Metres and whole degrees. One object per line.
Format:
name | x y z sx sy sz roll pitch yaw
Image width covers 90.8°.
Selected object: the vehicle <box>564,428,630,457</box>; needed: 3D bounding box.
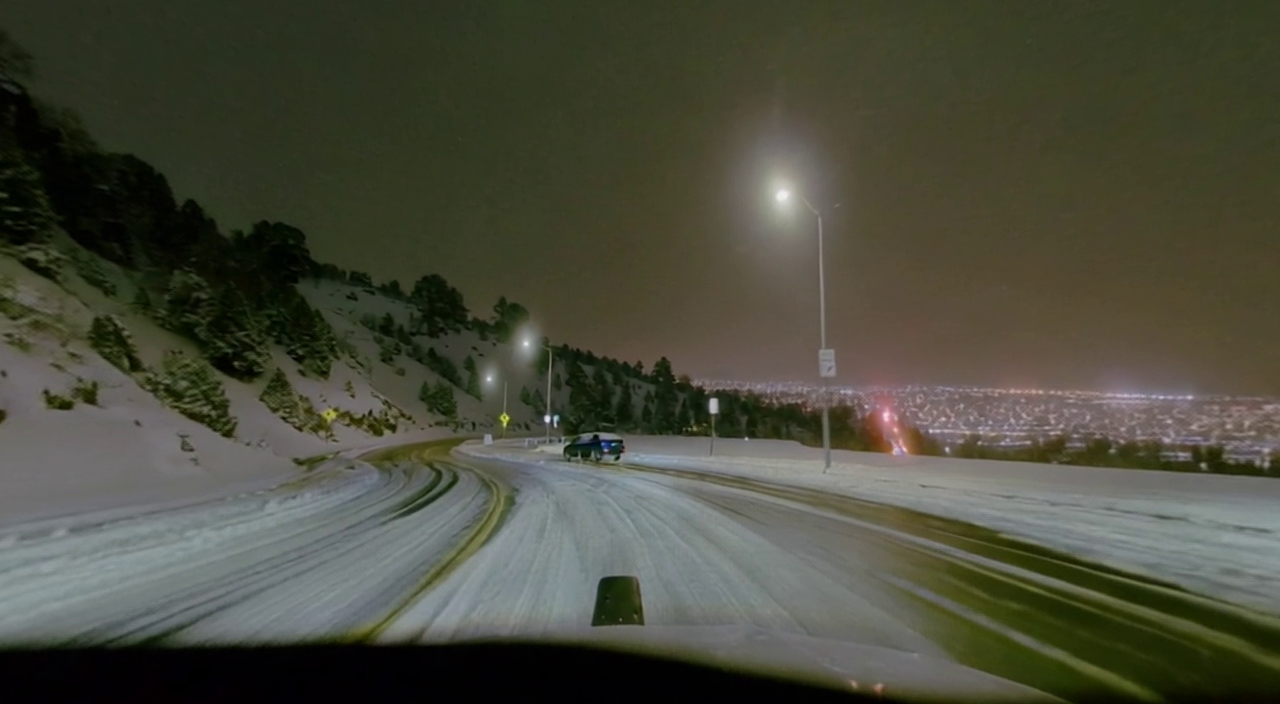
vehicle | -2.525 5.517 38.397 2.064 1.667 4.453 -4 -9 25
